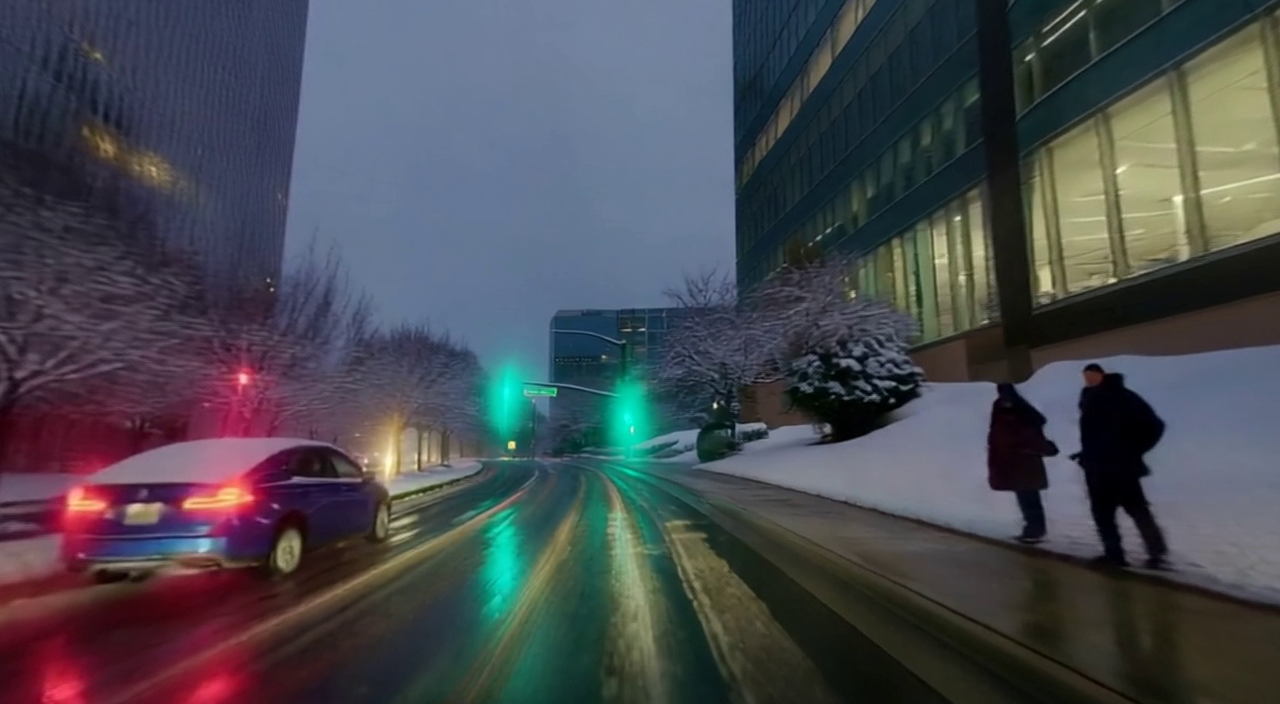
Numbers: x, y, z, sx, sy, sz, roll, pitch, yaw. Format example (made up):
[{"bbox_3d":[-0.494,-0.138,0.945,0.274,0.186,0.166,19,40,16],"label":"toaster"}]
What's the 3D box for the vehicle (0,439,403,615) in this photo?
[{"bbox_3d":[-4.799,1.853,7.745,2.045,1.479,4.616,0,-9,-1],"label":"vehicle"}]
